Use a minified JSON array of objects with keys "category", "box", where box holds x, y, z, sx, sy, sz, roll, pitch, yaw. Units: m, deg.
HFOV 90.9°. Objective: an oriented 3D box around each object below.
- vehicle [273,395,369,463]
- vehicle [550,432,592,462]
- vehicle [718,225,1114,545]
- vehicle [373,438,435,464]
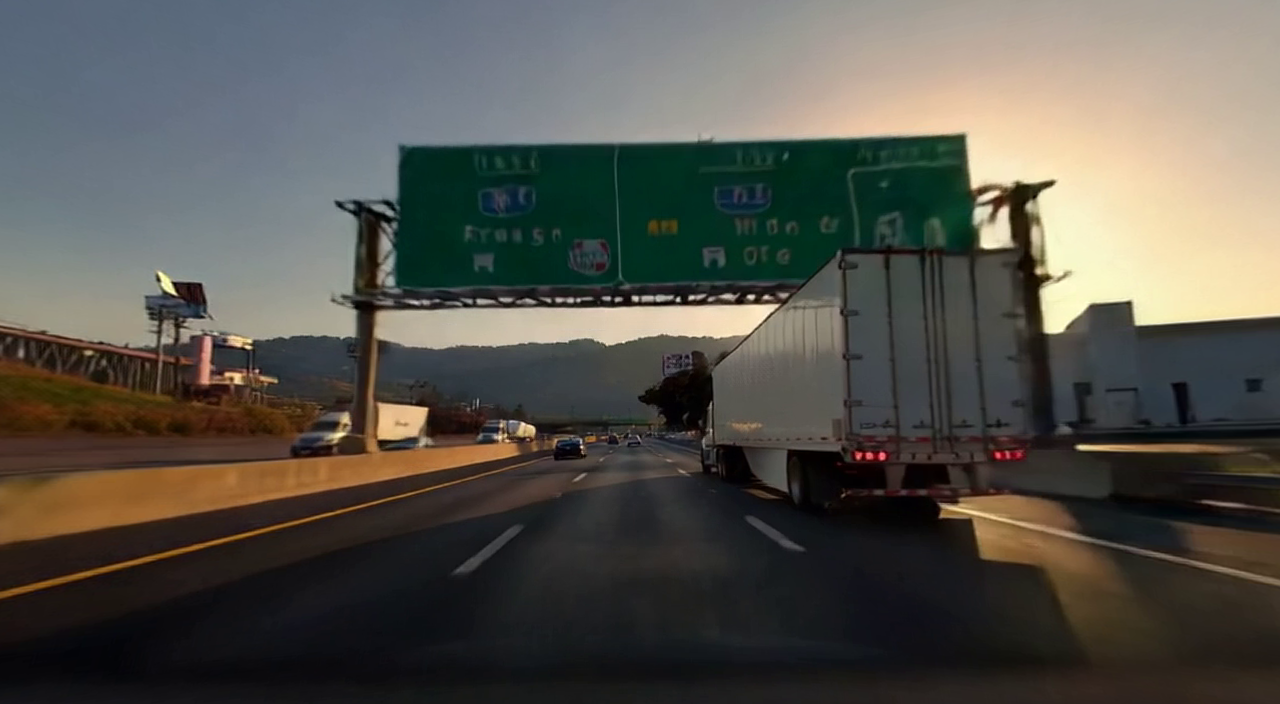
[{"category":"vehicle","box":[-20.268,4.971,40.497,3.028,3.981,5.863,0,-8,0]},{"category":"vehicle","box":[-3.611,5.066,33.701,1.930,1.484,3.849,0,-8,-1]},{"category":"vehicle","box":[3.928,1.084,13.139,2.871,3.815,11.331,0,-8,-1]},{"category":"vehicle","box":[-14.553,6.110,39.144,1.984,1.458,4.737,0,-8,1]}]
